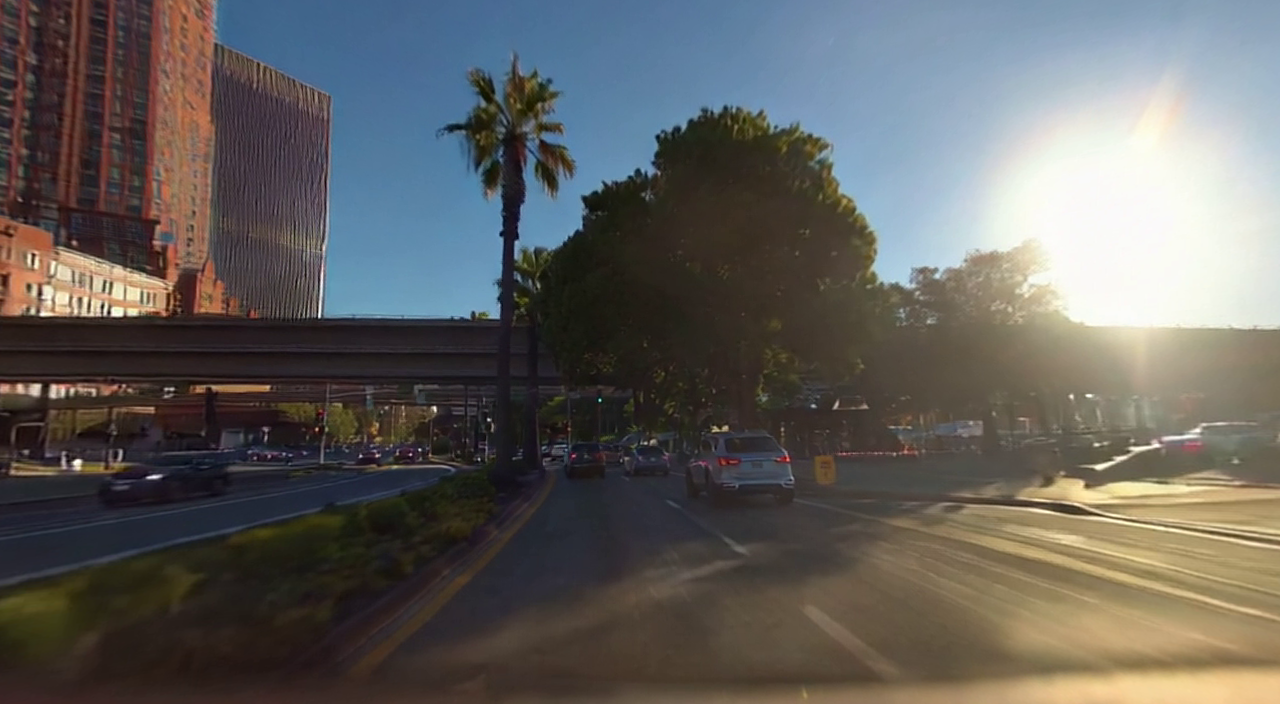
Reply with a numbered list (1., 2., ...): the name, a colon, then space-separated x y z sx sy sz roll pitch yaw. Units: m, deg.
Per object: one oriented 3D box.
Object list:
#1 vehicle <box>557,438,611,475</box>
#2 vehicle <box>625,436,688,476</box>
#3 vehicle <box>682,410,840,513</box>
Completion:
1. vehicle: -2.865 5.101 31.074 2.332 1.625 4.933 1 -9 -9
2. vehicle: 0.667 4.848 29.627 2.214 1.711 4.474 1 -9 -9
3. vehicle: 2.559 2.542 15.040 2.407 1.991 5.130 0 -9 -4
